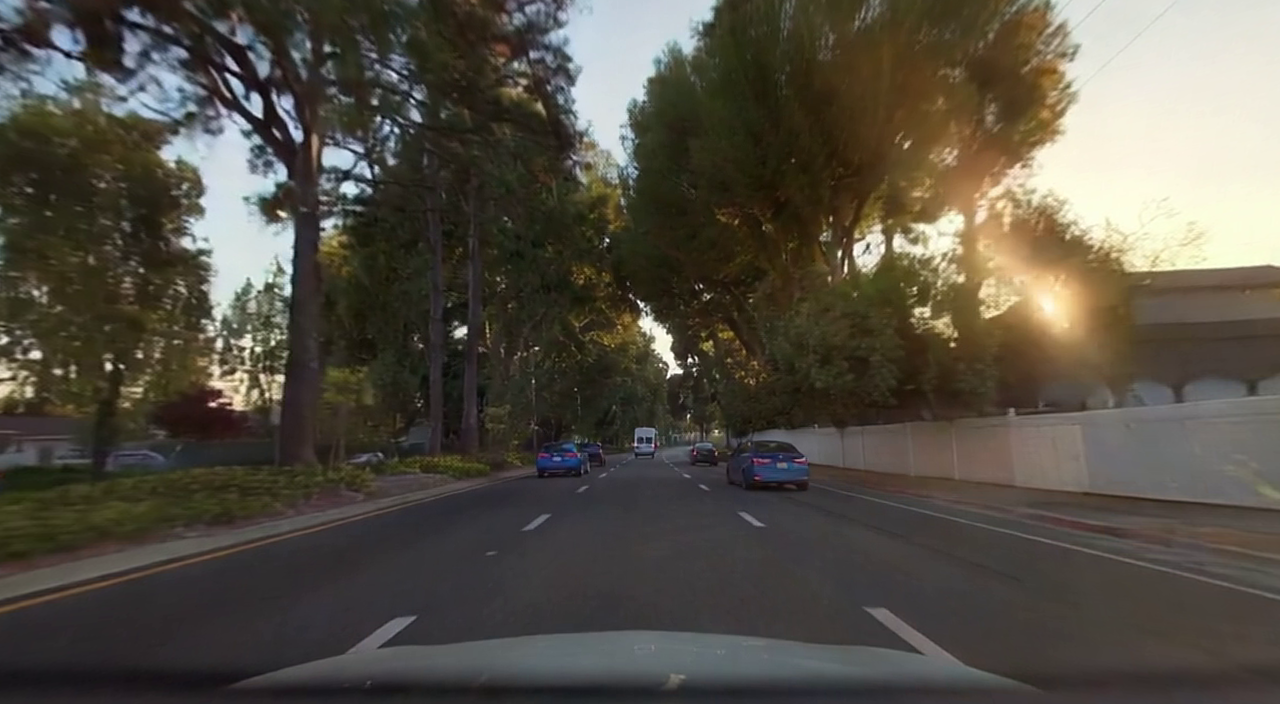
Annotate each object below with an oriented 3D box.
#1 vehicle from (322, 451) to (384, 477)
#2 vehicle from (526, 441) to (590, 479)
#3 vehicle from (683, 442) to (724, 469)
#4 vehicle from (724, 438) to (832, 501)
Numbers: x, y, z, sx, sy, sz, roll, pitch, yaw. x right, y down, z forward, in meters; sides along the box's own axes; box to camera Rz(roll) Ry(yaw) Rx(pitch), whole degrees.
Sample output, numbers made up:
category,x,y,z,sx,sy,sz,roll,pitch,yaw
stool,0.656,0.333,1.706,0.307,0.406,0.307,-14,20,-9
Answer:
category,x,y,z,sx,sy,sz,roll,pitch,yaw
vehicle,-18.070,7.058,39.768,1.815,1.459,4.547,0,-8,0
vehicle,-3.393,4.560,26.859,2.036,1.474,4.647,0,-8,1
vehicle,3.749,6.199,37.749,1.905,1.520,4.340,0,-8,-1
vehicle,3.551,3.103,17.051,1.945,1.469,4.258,0,-8,0
